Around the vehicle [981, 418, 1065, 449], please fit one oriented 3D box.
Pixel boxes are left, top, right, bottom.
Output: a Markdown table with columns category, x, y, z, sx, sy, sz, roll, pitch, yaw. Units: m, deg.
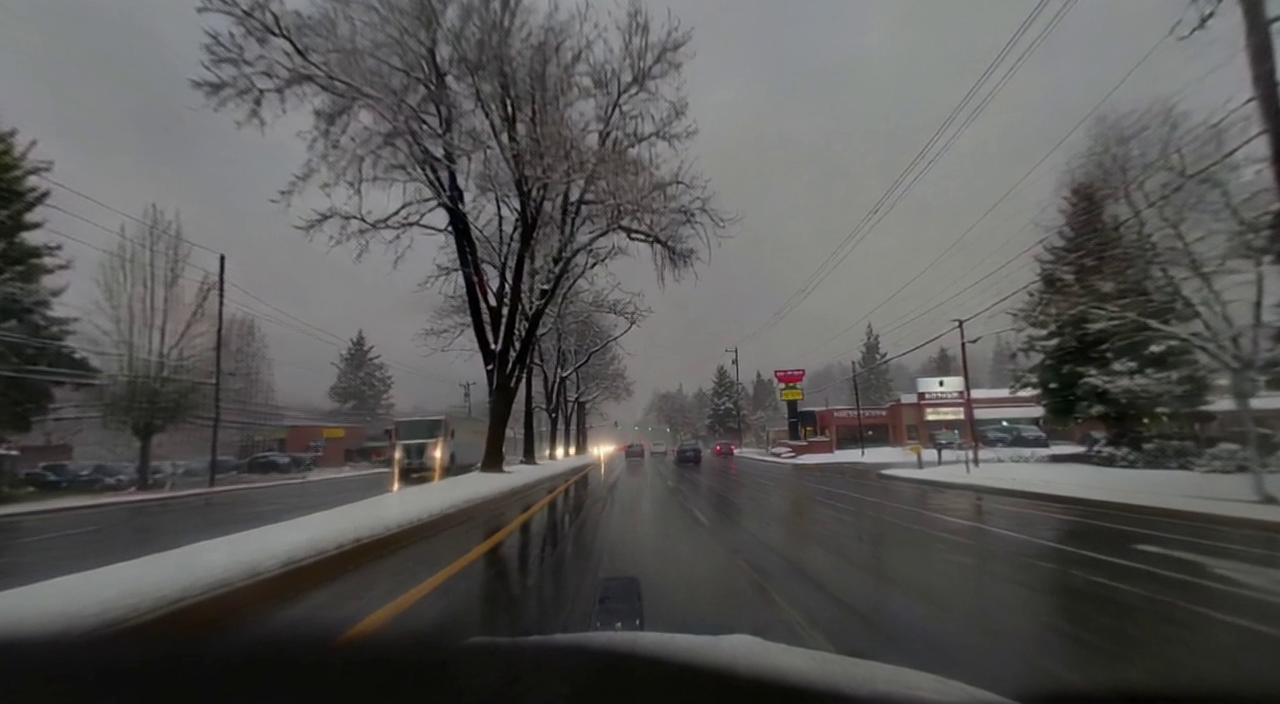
| category | x | y | z | sx | sy | sz | roll | pitch | yaw |
| --- | --- | --- | --- | --- | --- | --- | --- | --- | --- |
| vehicle | 28.431 | 6.158 | 47.198 | 2.346 | 2.093 | 6.071 | -1 | -8 | -1 |

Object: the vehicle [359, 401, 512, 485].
| category | x | y | z | sx | sy | sz | roll | pitch | yaw |
| --- | --- | --- | --- | --- | --- | --- | --- | --- | --- |
| vehicle | -9.066 | 4.412 | 30.486 | 3.241 | 3.133 | 12.822 | 0 | -9 | -1 |

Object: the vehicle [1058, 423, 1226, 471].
| category | x | y | z | sx | sy | sz | roll | pitch | yaw |
| --- | --- | --- | --- | --- | --- | --- | --- | --- | --- |
| vehicle | 17.843 | 3.411 | 22.633 | 4.264 | 1.428 | 1.822 | -4 | -10 | 5 |

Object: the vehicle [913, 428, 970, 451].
| category | x | y | z | sx | sy | sz | roll | pitch | yaw |
| --- | --- | --- | --- | --- | --- | --- | --- | --- | --- |
| vehicle | 22.958 | 6.756 | 48.367 | 2.113 | 1.582 | 4.559 | -1 | -9 | 0 |

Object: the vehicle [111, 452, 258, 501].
| category | x | y | z | sx | sy | sz | roll | pitch | yaw |
| --- | --- | --- | --- | --- | --- | --- | --- | --- | --- |
| vehicle | -17.340 | 4.718 | 24.423 | 2.091 | 1.656 | 4.626 | -1 | -9 | 3 |

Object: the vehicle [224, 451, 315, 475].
| category | x | y | z | sx | sy | sz | roll | pitch | yaw |
| --- | --- | --- | --- | --- | --- | --- | --- | --- | --- |
| vehicle | -29.048 | 8.733 | 49.618 | 5.699 | 1.782 | 2.271 | -1 | -9 | 2 |

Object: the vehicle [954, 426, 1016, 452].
| category | x | y | z | sx | sy | sz | roll | pitch | yaw |
| --- | --- | --- | --- | --- | --- | --- | --- | --- | --- |
| vehicle | 25.413 | 6.443 | 46.699 | 2.012 | 1.772 | 4.458 | -1 | -9 | 0 |

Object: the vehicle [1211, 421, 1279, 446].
| category | x | y | z | sx | sy | sz | roll | pitch | yaw |
| --- | --- | --- | --- | --- | --- | --- | --- | --- | --- |
| vehicle | 41.405 | 5.474 | 42.210 | 2.066 | 1.575 | 4.483 | 0 | -9 | -3 |
